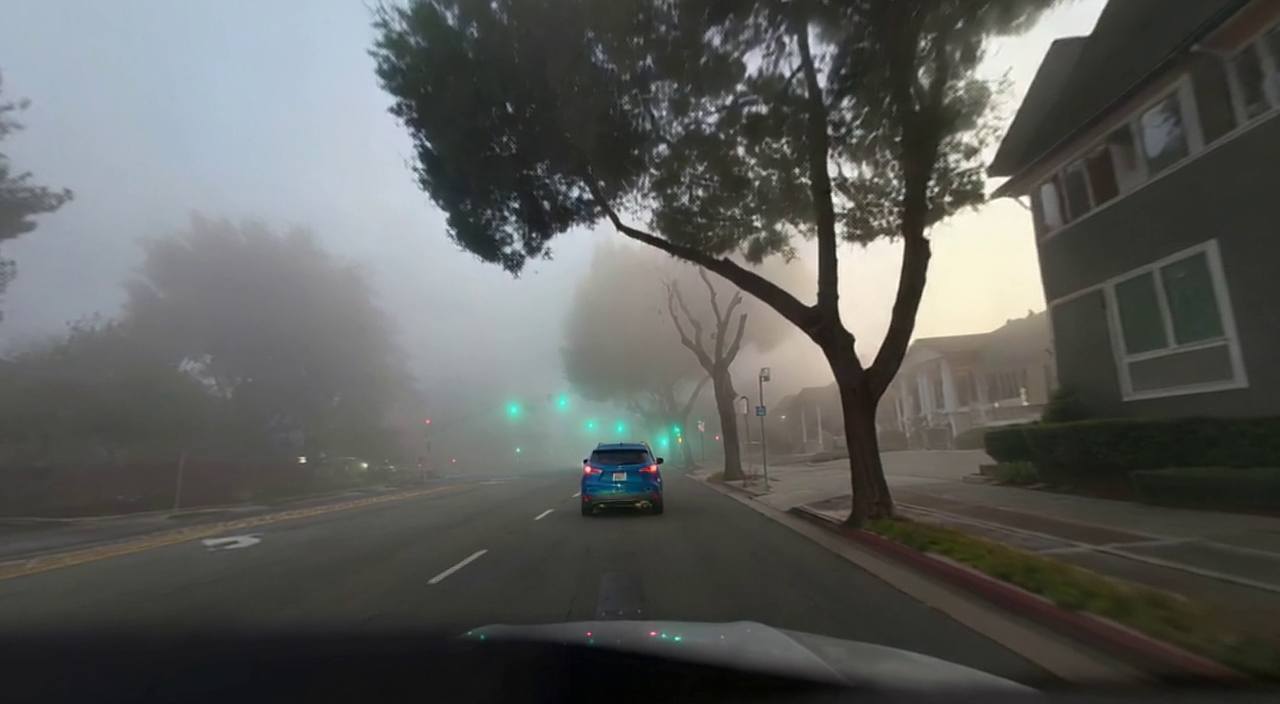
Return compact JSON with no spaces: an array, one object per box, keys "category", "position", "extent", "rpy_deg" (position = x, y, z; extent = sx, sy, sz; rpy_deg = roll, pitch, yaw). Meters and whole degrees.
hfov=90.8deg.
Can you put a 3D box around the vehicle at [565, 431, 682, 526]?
[{"category":"vehicle","position":[-0.345,2.622,13.618],"extent":[2.136,1.703,3.910],"rpy_deg":[0,-9,-1]}]

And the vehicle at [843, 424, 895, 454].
[{"category":"vehicle","position":[16.169,6.251,44.983],"extent":[2.039,1.990,5.111],"rpy_deg":[-1,-9,4]}]
